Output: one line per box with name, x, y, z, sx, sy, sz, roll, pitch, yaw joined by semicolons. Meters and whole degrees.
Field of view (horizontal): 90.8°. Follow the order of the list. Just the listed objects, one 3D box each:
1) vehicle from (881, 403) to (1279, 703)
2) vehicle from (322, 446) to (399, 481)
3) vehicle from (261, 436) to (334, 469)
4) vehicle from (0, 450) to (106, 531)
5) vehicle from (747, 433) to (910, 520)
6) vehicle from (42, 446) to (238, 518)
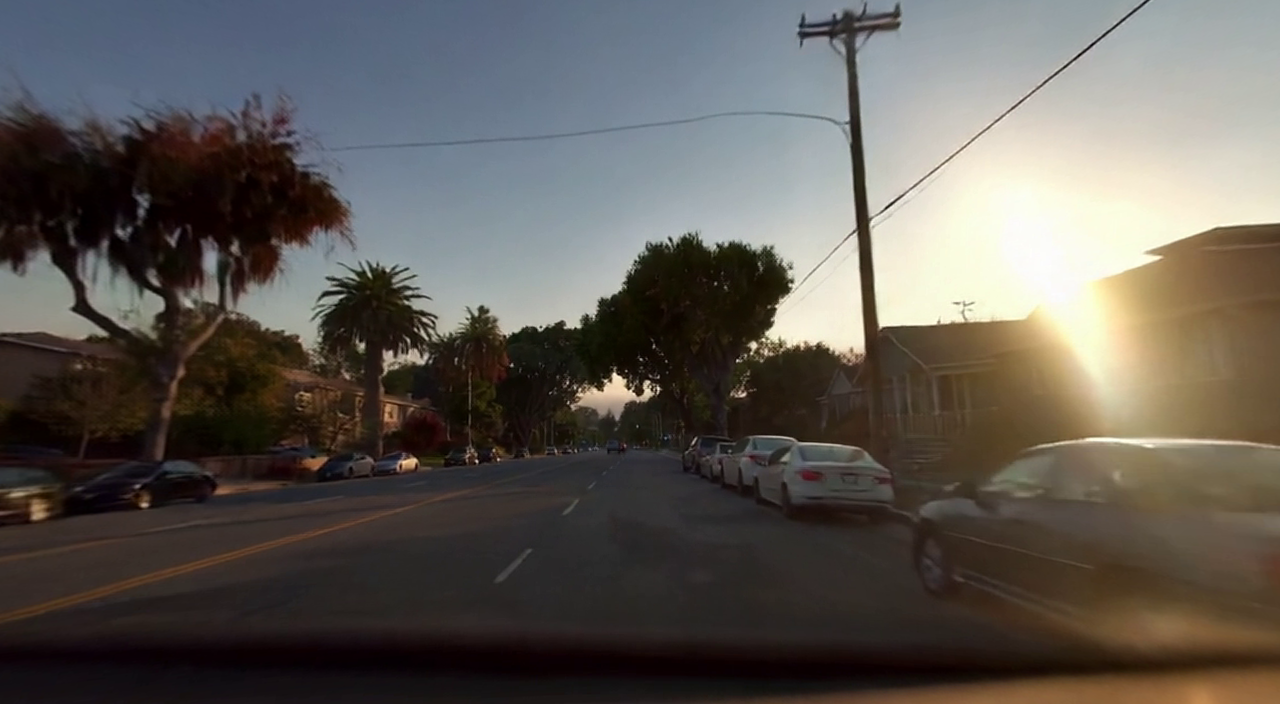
vehicle;3.619;1.234;4.452;2.083;1.449;4.578;0;-9;1
vehicle;-13.801;5.517;31.504;1.970;1.525;4.420;0;-8;-2
vehicle;-20.948;6.157;38.885;1.957;1.871;4.515;0;-9;0
vehicle;-13.460;2.781;12.479;1.899;1.474;4.529;-1;-7;-1
vehicle;3.646;2.500;13.238;1.888;1.480;4.653;0;-9;-1
vehicle;-13.627;3.511;17.668;1.876;1.610;4.467;-1;-7;-1
